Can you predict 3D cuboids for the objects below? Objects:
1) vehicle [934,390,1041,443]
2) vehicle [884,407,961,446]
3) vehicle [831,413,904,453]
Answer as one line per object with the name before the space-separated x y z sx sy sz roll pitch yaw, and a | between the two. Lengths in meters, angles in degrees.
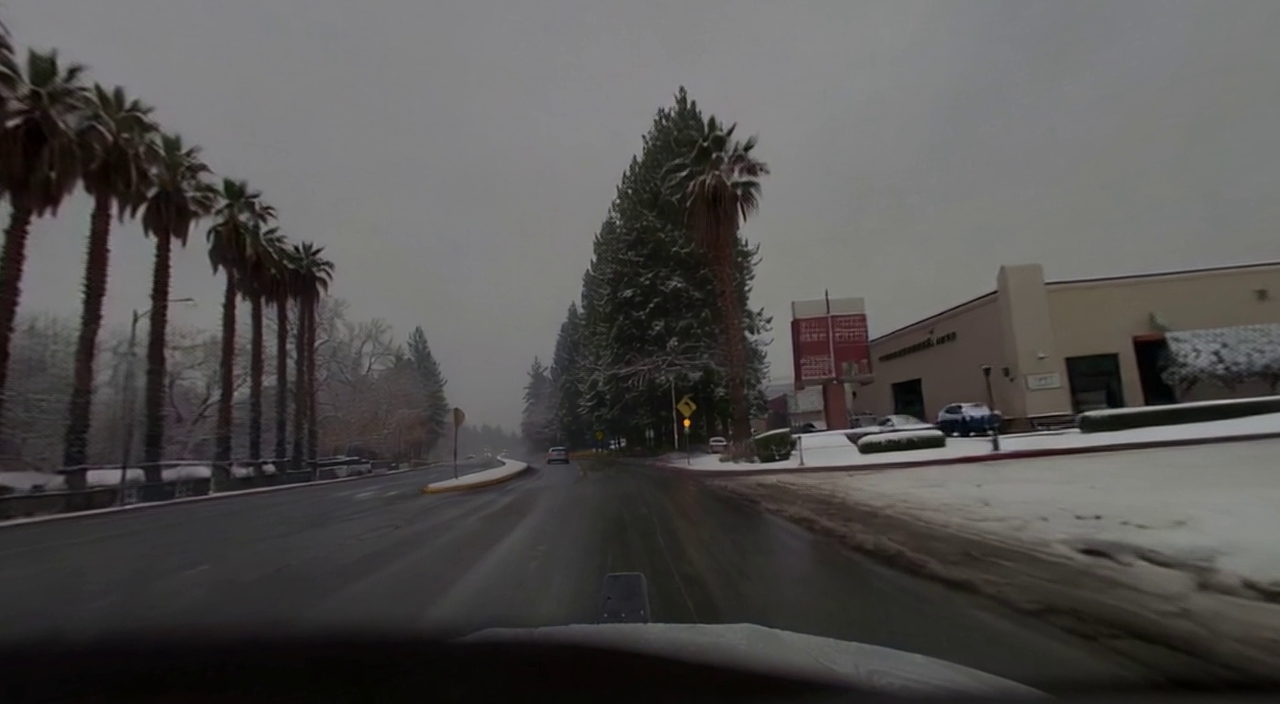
vehicle | 16.081 3.108 29.463 2.237 1.962 5.424 -9 -9 6
vehicle | 13.214 3.586 29.667 2.065 1.687 4.584 -1 -8 8
vehicle | 10.630 3.876 29.741 2.196 1.715 4.918 -1 -8 8
